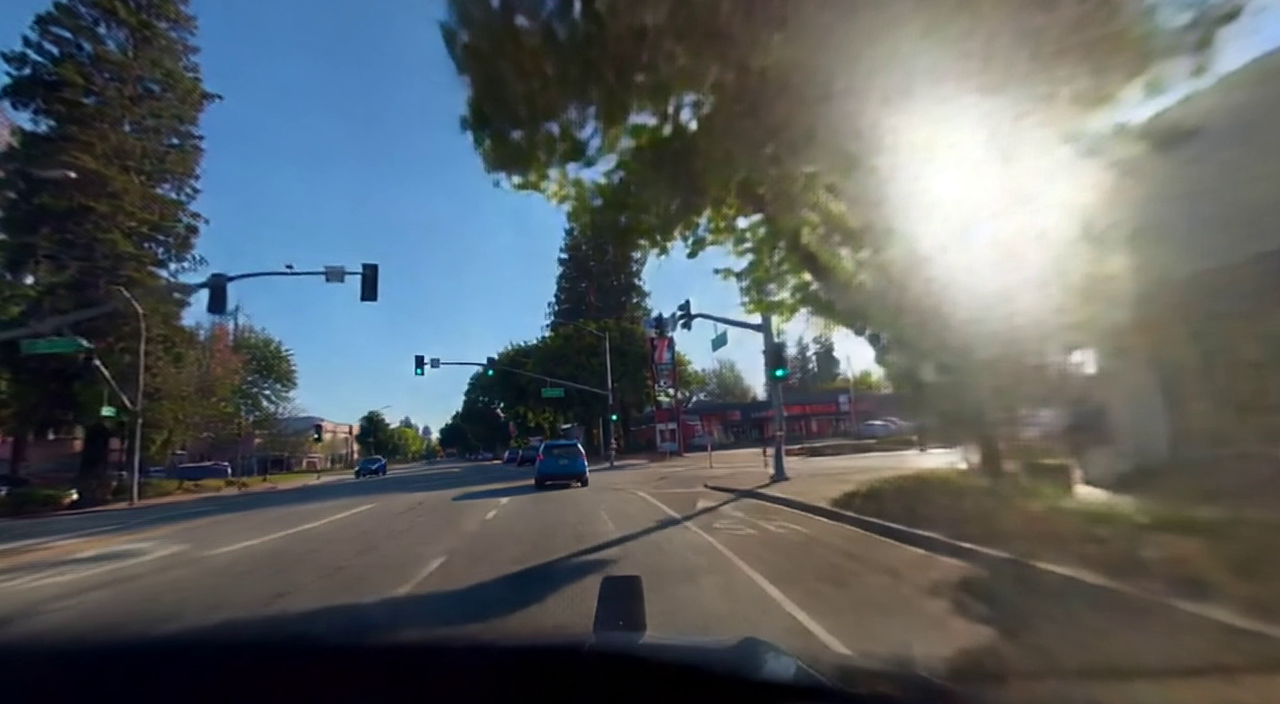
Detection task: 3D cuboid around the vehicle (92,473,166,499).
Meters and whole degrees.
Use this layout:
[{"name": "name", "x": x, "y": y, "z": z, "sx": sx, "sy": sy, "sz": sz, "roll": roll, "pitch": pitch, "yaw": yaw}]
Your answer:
[{"name": "vehicle", "x": -35.861, "y": 9.396, "z": 44.481, "sx": 2.004, "sy": 1.479, "sz": 4.230, "roll": 1, "pitch": -8, "yaw": -7}]

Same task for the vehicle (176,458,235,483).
[{"name": "vehicle", "x": -32.476, "y": 8.868, "z": 47.364, "sx": 2.142, "sy": 1.671, "sz": 4.083, "roll": 1, "pitch": -8, "yaw": -11}]

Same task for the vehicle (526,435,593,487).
[{"name": "vehicle", "x": -3.085, "y": 4.010, "z": 23.524, "sx": 2.227, "sy": 1.733, "sz": 3.930, "roll": 1, "pitch": -8, "yaw": -11}]
